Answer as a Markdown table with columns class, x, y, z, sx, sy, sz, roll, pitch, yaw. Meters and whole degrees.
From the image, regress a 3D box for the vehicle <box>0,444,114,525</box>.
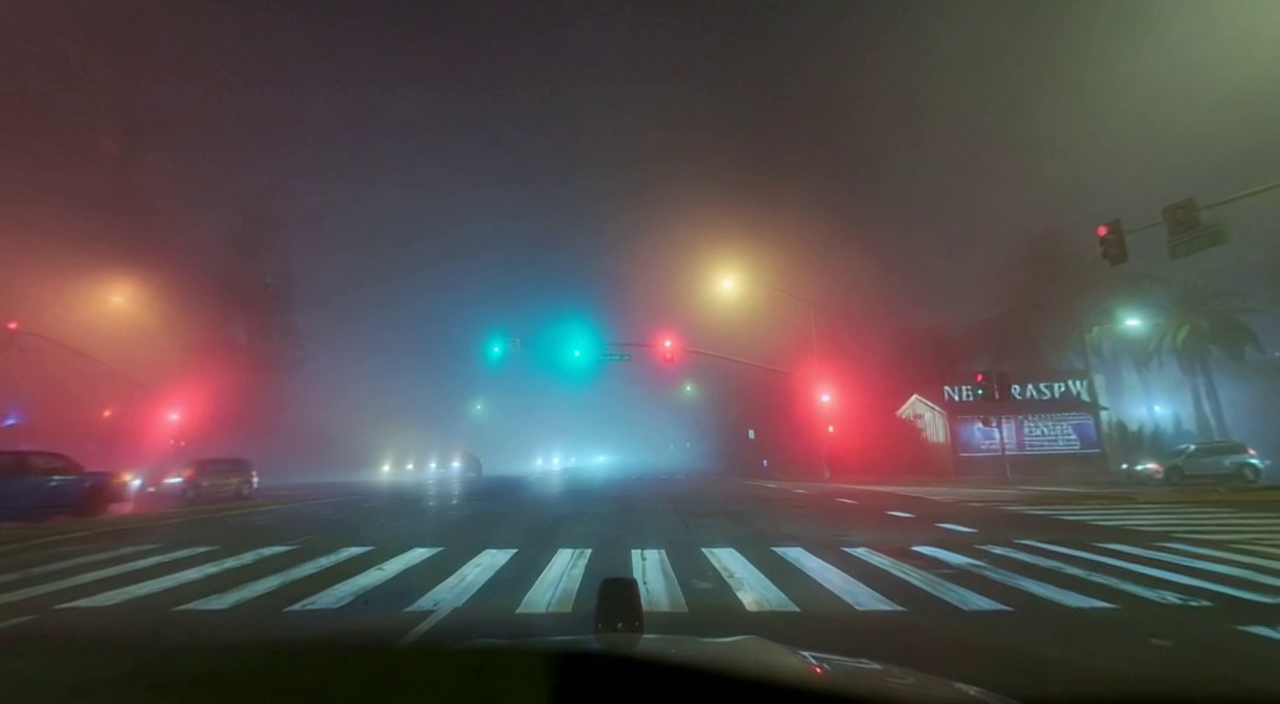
| class | x | y | z | sx | sy | sz | roll | pitch | yaw |
| --- | --- | --- | --- | --- | --- | --- | --- | --- | --- |
| vehicle | -14.404 | 2.813 | 13.515 | 2.074 | 1.671 | 4.755 | 0 | -9 | 2 |

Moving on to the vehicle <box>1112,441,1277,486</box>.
| class | x | y | z | sx | sy | sz | roll | pitch | yaw |
| --- | --- | --- | --- | --- | --- | --- | --- | --- | --- |
| vehicle | 22.231 | 4.474 | 25.497 | 4.533 | 1.676 | 2.236 | 0 | -9 | -1 |

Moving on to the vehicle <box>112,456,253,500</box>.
| class | x | y | z | sx | sy | sz | roll | pitch | yaw |
| --- | --- | --- | --- | --- | --- | --- | --- | --- | --- |
| vehicle | -17.597 | 4.828 | 24.668 | 1.874 | 1.467 | 4.768 | 0 | -9 | 1 |

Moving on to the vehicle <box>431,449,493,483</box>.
| class | x | y | z | sx | sy | sz | roll | pitch | yaw |
| --- | --- | --- | --- | --- | --- | --- | --- | --- | --- |
| vehicle | -9.696 | 6.233 | 34.814 | 2.074 | 1.681 | 4.417 | 0 | -9 | 0 |
